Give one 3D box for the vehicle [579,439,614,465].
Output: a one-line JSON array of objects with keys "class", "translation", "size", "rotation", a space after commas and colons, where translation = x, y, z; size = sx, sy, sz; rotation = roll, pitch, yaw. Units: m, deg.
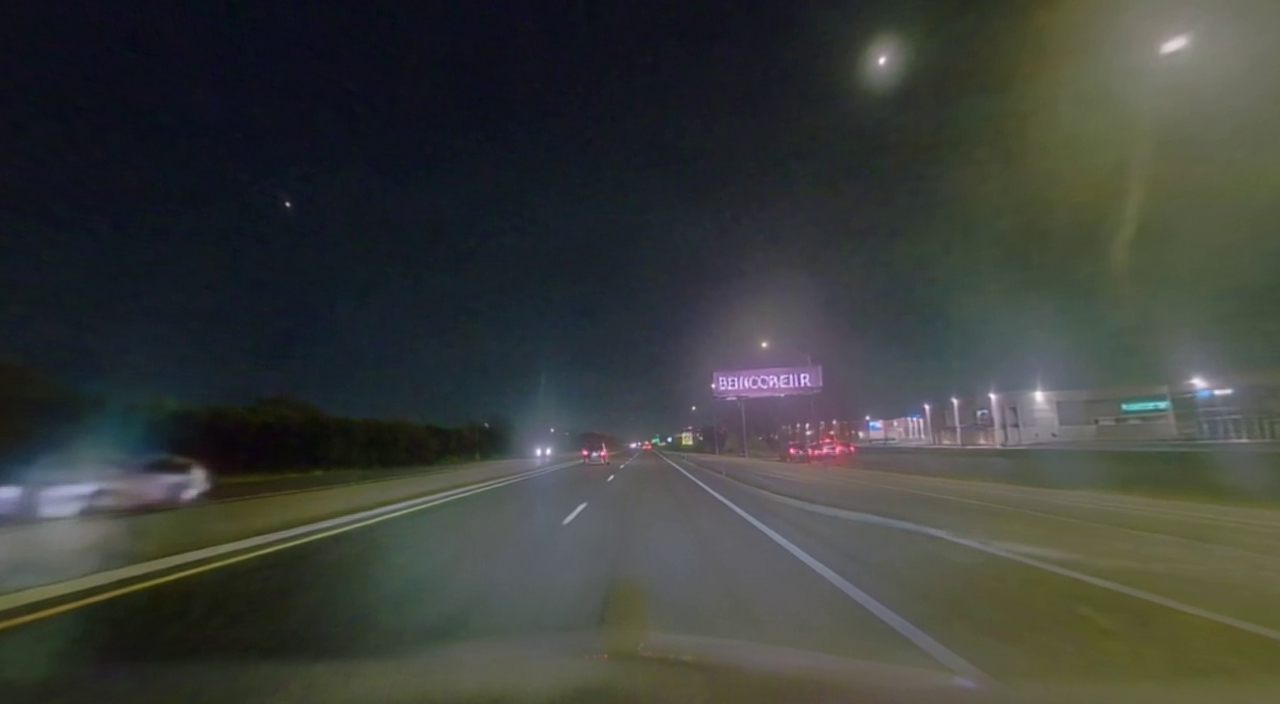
[{"class": "vehicle", "translation": [-3.263, 7.623, 48.212], "size": [2.159, 1.793, 5.027], "rotation": [-1, -8, 1]}]
